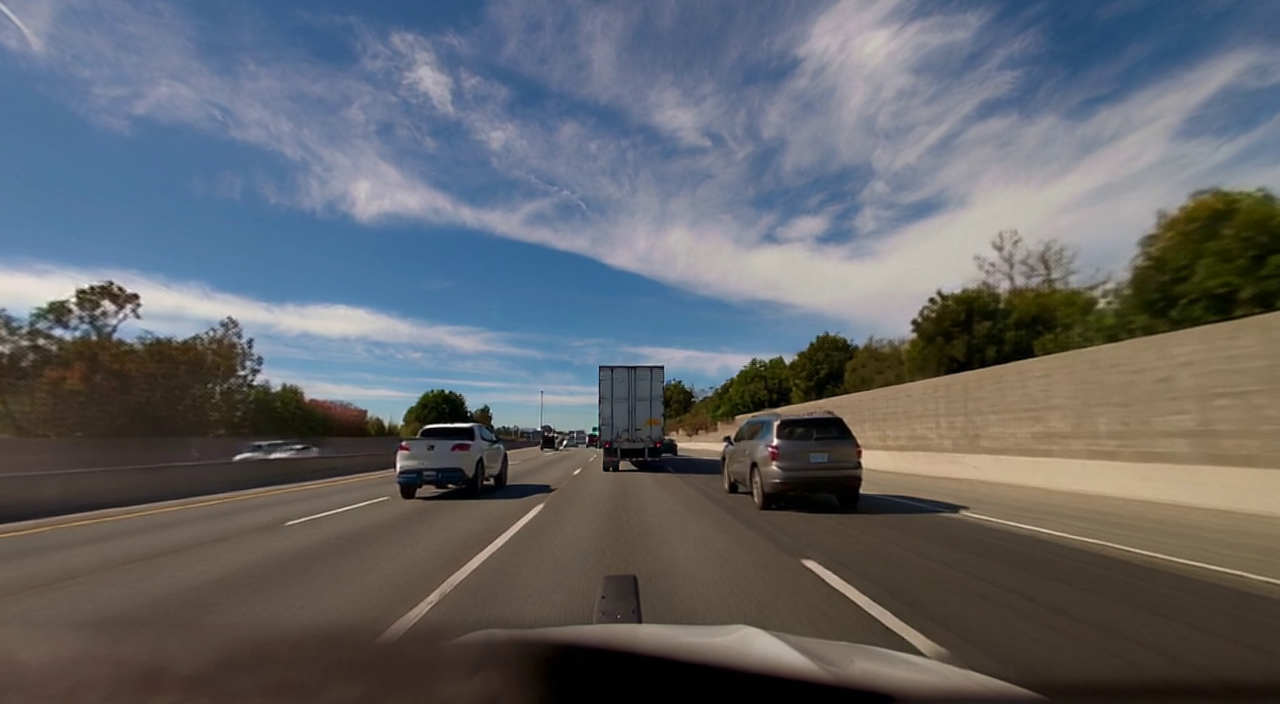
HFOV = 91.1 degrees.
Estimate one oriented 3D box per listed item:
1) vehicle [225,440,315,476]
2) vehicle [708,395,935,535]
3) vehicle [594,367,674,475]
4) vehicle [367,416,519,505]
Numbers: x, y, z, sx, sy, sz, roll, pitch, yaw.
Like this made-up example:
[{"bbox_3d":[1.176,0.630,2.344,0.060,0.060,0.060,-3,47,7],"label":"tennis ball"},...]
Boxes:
[{"bbox_3d":[-19.966,5.690,34.251,1.941,1.795,5.025,0,-8,-1],"label":"vehicle"},{"bbox_3d":[2.678,1.819,10.813,2.118,1.832,4.901,0,-8,-4],"label":"vehicle"},{"bbox_3d":[-0.551,3.209,28.083,2.904,3.915,10.473,0,-8,-4],"label":"vehicle"},{"bbox_3d":[-4.328,2.452,14.684,2.134,1.752,4.375,0,-8,0],"label":"vehicle"}]
